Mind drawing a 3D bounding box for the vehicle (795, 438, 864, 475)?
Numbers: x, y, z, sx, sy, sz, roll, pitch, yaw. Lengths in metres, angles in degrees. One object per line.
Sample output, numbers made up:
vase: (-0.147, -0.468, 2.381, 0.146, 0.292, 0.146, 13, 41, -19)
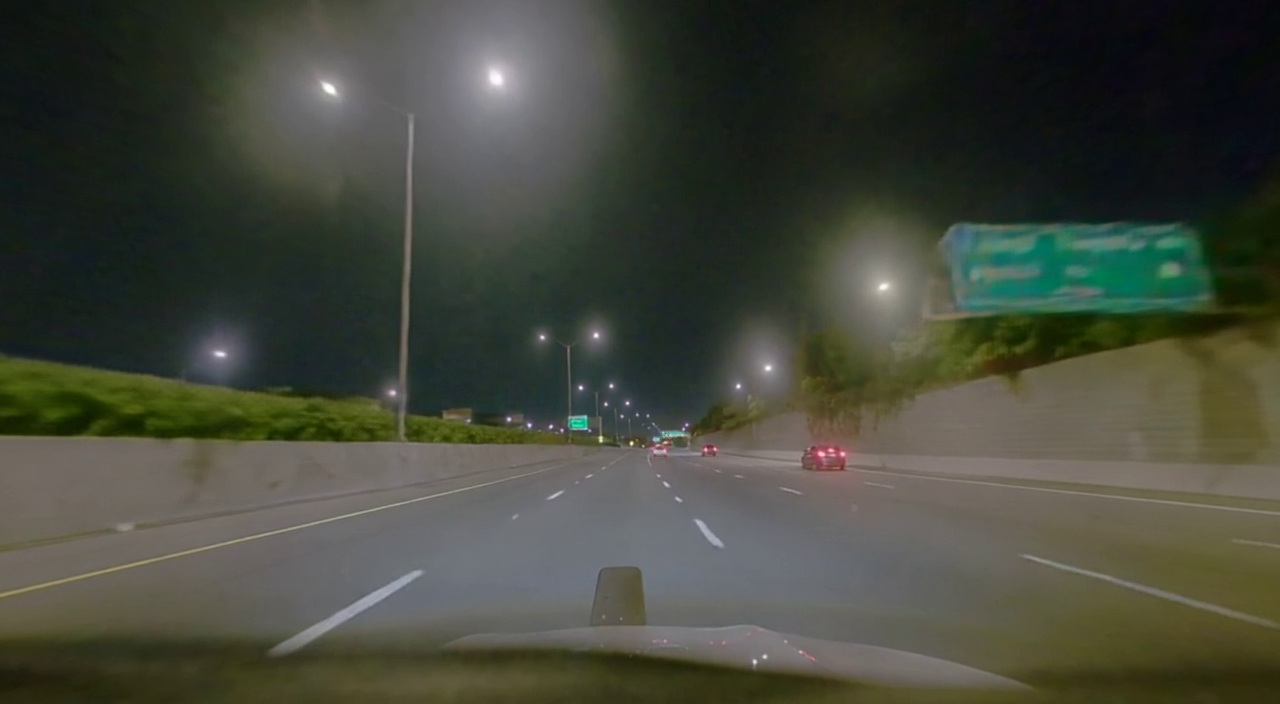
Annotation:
vehicle: (9.734, 5.418, 32.781, 2.167, 1.781, 4.340, 0, -9, -1)
